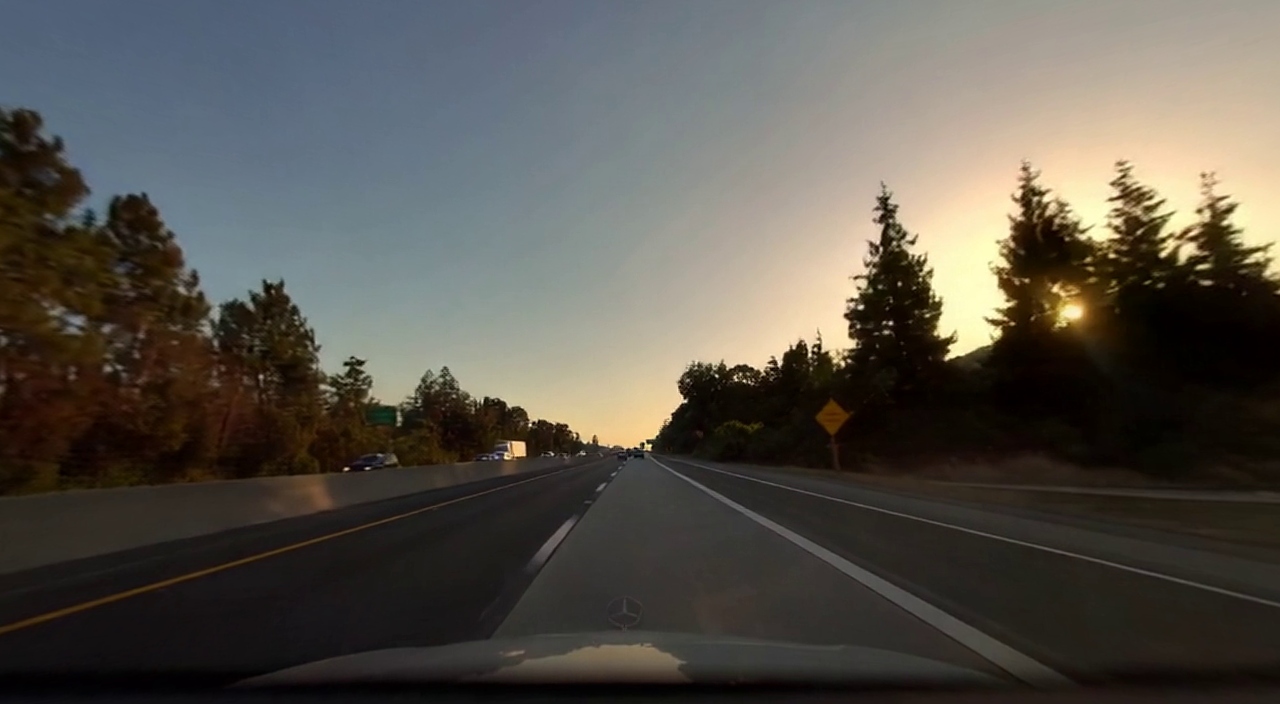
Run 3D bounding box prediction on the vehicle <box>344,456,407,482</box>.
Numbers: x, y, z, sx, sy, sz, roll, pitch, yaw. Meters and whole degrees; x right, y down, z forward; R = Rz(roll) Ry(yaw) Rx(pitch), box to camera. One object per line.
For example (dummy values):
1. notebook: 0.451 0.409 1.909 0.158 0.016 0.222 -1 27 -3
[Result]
1. vehicle: -16.514 7.321 39.720 1.976 1.499 4.566 0 -9 0
